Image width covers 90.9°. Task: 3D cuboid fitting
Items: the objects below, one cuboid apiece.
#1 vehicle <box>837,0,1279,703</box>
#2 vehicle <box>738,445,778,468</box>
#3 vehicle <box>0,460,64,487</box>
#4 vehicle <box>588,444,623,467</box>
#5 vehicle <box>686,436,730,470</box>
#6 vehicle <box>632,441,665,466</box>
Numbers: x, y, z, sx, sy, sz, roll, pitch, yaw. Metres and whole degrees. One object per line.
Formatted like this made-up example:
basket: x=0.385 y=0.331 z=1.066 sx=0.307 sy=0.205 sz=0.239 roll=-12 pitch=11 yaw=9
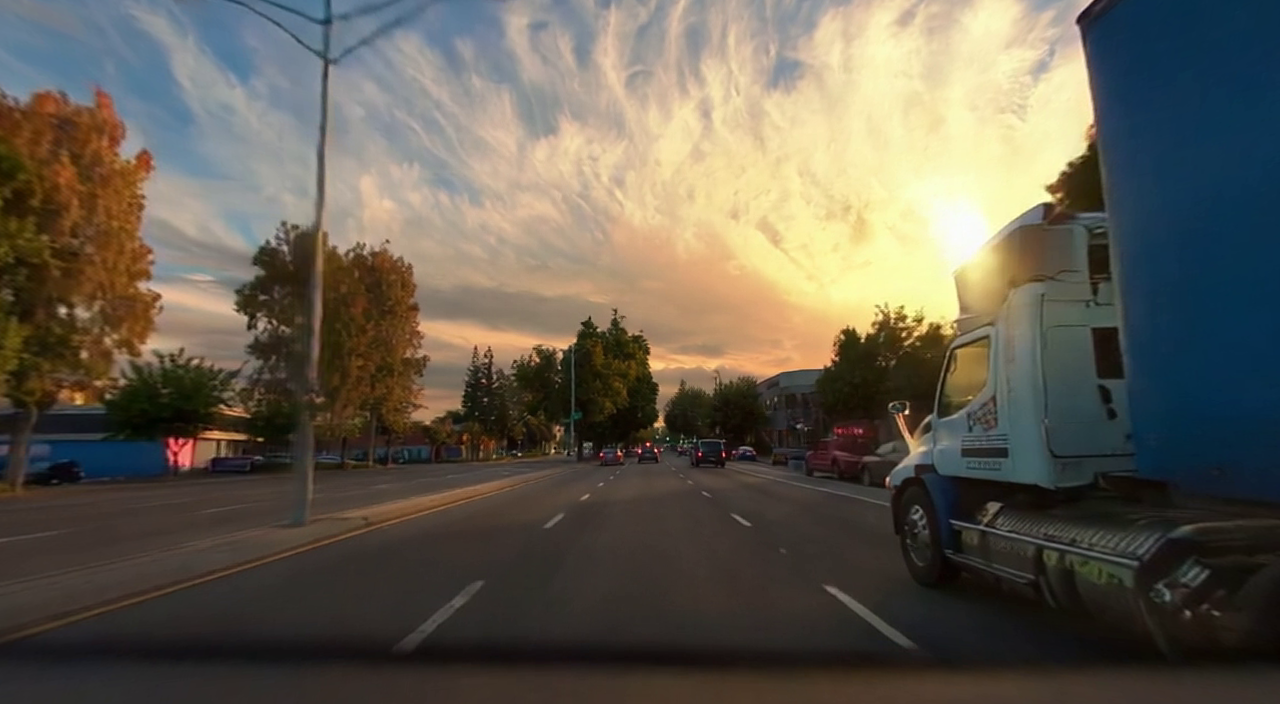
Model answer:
vehicle: x=3.584 y=-0.222 z=2.725 sx=3.006 sy=3.679 sz=8.506 roll=-1 pitch=-8 yaw=3
vehicle: x=8.317 y=7.369 z=44.674 sx=2.006 sy=1.484 sz=4.289 roll=0 pitch=-8 yaw=0
vehicle: x=-37.660 y=7.245 z=37.817 sx=1.886 sy=1.437 sz=4.572 roll=0 pitch=-8 yaw=0
vehicle: x=-2.521 y=7.700 z=47.108 sx=2.211 sy=1.537 sz=4.666 roll=0 pitch=-8 yaw=2
vehicle: x=4.082 y=6.144 z=38.480 sx=2.196 sy=1.908 sz=4.412 roll=0 pitch=-8 yaw=0
vehicle: x=0.591 y=7.305 z=45.449 sx=2.276 sy=1.704 sz=3.925 roll=0 pitch=-8 yaw=1
